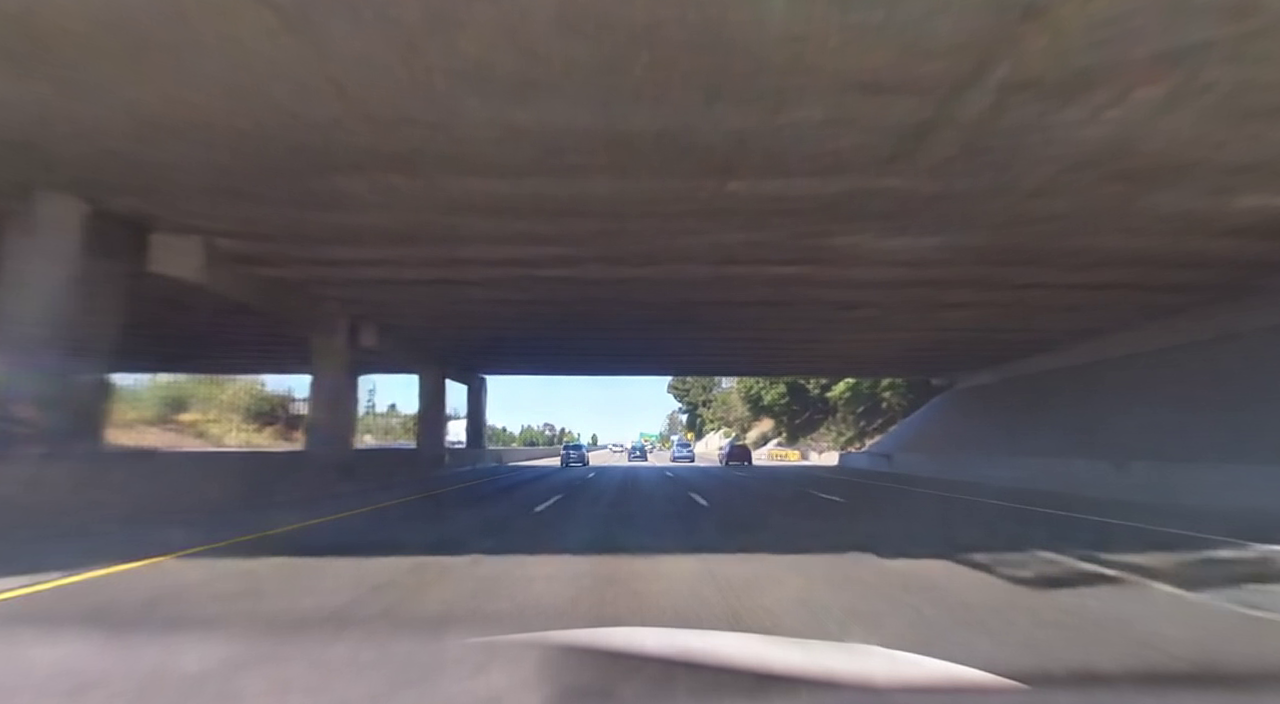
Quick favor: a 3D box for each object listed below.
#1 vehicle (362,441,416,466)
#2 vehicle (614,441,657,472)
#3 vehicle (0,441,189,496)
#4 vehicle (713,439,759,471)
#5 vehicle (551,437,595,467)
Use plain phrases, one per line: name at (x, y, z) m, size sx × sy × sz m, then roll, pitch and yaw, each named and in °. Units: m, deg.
vehicle at (-17.641, 7.162, 44.561) m, size 1.948 × 1.661 × 4.435 m, roll 0°, pitch -8°, yaw 1°
vehicle at (-0.218, 5.340, 32.485) m, size 2.075 × 1.486 × 4.007 m, roll 0°, pitch -8°, yaw 0°
vehicle at (-16.721, 3.524, 19.591) m, size 1.903 × 1.481 × 4.822 m, roll 0°, pitch -8°, yaw 0°
vehicle at (5.192, 5.623, 34.586) m, size 1.936 × 1.625 × 3.991 m, roll 0°, pitch -8°, yaw 0°
vehicle at (-4.027, 6.145, 38.917) m, size 2.113 × 1.756 × 4.471 m, roll 0°, pitch -8°, yaw 1°
